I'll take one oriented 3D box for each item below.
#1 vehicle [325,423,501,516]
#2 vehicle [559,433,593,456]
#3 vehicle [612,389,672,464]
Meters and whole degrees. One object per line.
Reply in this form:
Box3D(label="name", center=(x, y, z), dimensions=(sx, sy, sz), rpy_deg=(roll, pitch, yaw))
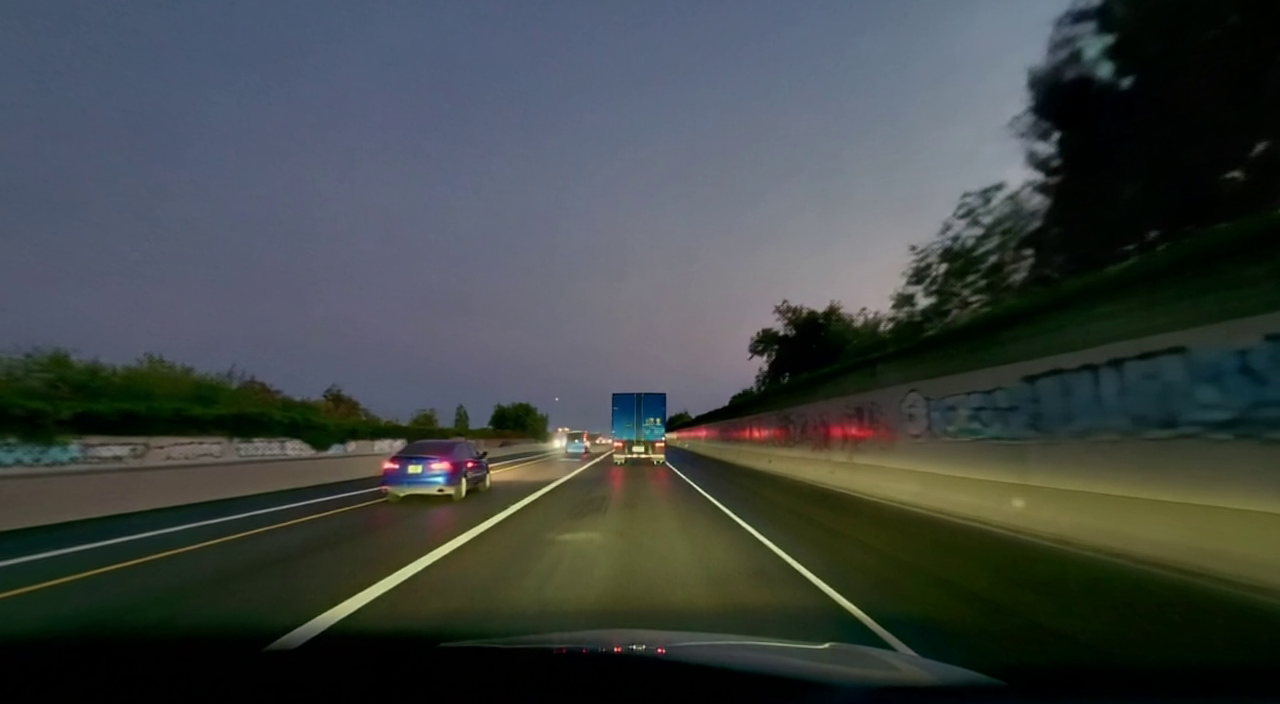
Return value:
Box3D(label="vehicle", center=(-4.308, 2.279, 12.844), dimensions=(1.948, 1.526, 4.525), rpy_deg=(0, -8, -1))
Box3D(label="vehicle", center=(-4.647, 6.759, 46.149), dimensions=(2.058, 1.645, 4.130), rpy_deg=(0, -8, 0))
Box3D(label="vehicle", center=(-0.042, 4.304, 35.610), dimensions=(2.927, 3.649, 9.443), rpy_deg=(0, -8, -2))
